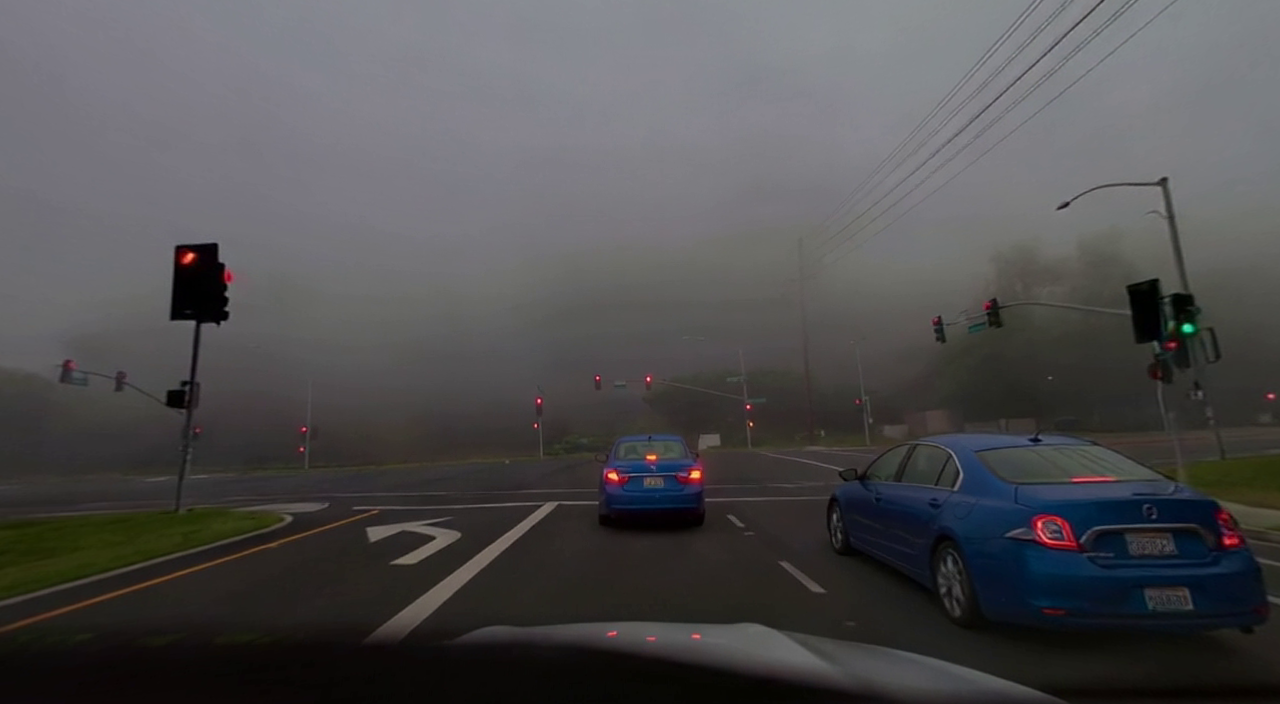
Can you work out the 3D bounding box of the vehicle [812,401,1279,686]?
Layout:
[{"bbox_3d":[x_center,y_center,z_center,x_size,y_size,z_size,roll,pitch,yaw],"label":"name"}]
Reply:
[{"bbox_3d":[3.088,1.298,5.446,2.004,1.448,4.263,0,-8,0],"label":"vehicle"}]

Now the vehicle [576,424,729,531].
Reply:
[{"bbox_3d":[0.168,2.024,10.718,2.110,1.466,3.860,0,-8,0],"label":"vehicle"}]
